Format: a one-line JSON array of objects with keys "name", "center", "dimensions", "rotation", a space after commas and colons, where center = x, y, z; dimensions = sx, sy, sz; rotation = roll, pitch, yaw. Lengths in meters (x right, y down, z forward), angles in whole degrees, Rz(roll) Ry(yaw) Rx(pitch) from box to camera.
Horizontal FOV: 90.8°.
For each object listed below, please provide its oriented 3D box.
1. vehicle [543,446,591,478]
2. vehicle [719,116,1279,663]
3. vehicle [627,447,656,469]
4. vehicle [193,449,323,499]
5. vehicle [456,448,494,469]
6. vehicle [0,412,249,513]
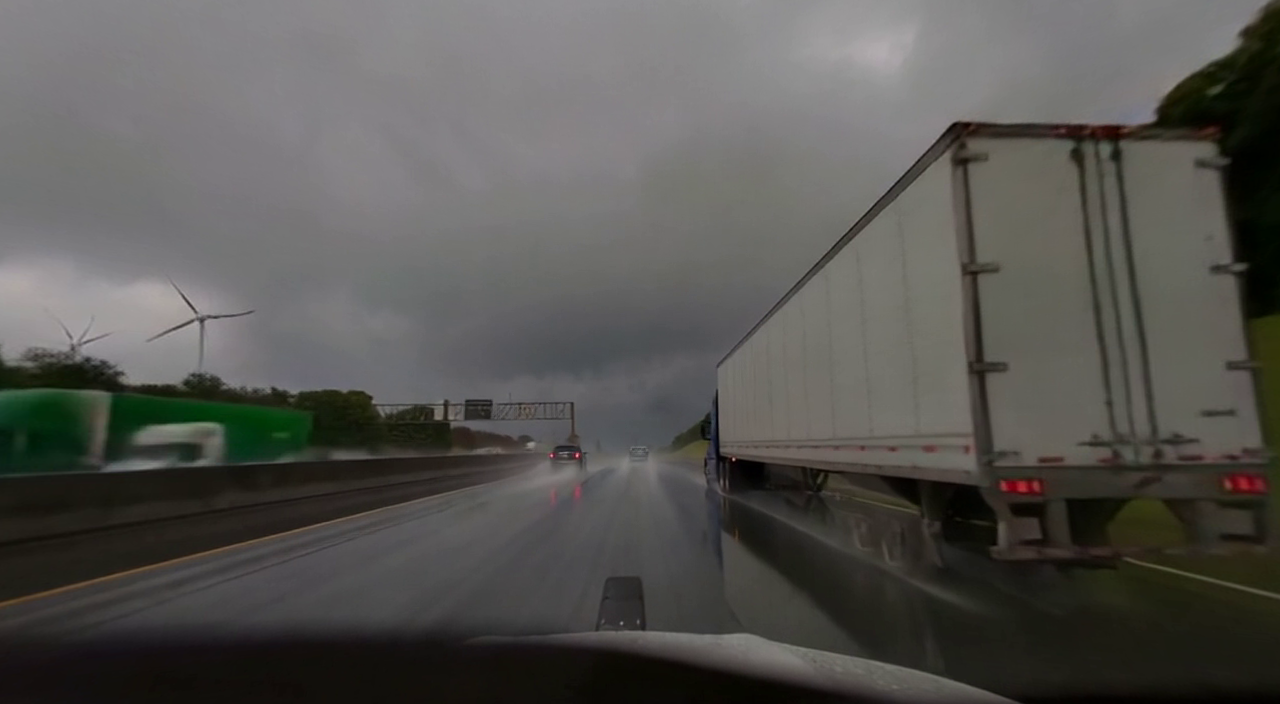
[{"name": "vehicle", "center": [-3.694, 5.645, 32.571], "dimensions": [1.952, 1.521, 4.095], "rotation": [0, -9, 1]}, {"name": "vehicle", "center": [3.849, 1.161, 11.307], "dimensions": [2.947, 3.989, 13.568], "rotation": [0, -9, -1]}, {"name": "vehicle", "center": [0.078, 7.442, 44.278], "dimensions": [1.931, 1.453, 3.695], "rotation": [0, -9, -1]}, {"name": "vehicle", "center": [-11.869, 3.769, 19.929], "dimensions": [1.718, 1.398, 3.703], "rotation": [0, -9, 1]}, {"name": "vehicle", "center": [-12.021, 7.765, 46.162], "dimensions": [1.780, 1.383, 3.624], "rotation": [0, -9, 1]}, {"name": "vehicle", "center": [-15.684, 3.332, 19.558], "dimensions": [2.615, 2.529, 6.897], "rotation": [0, -9, 0]}]
